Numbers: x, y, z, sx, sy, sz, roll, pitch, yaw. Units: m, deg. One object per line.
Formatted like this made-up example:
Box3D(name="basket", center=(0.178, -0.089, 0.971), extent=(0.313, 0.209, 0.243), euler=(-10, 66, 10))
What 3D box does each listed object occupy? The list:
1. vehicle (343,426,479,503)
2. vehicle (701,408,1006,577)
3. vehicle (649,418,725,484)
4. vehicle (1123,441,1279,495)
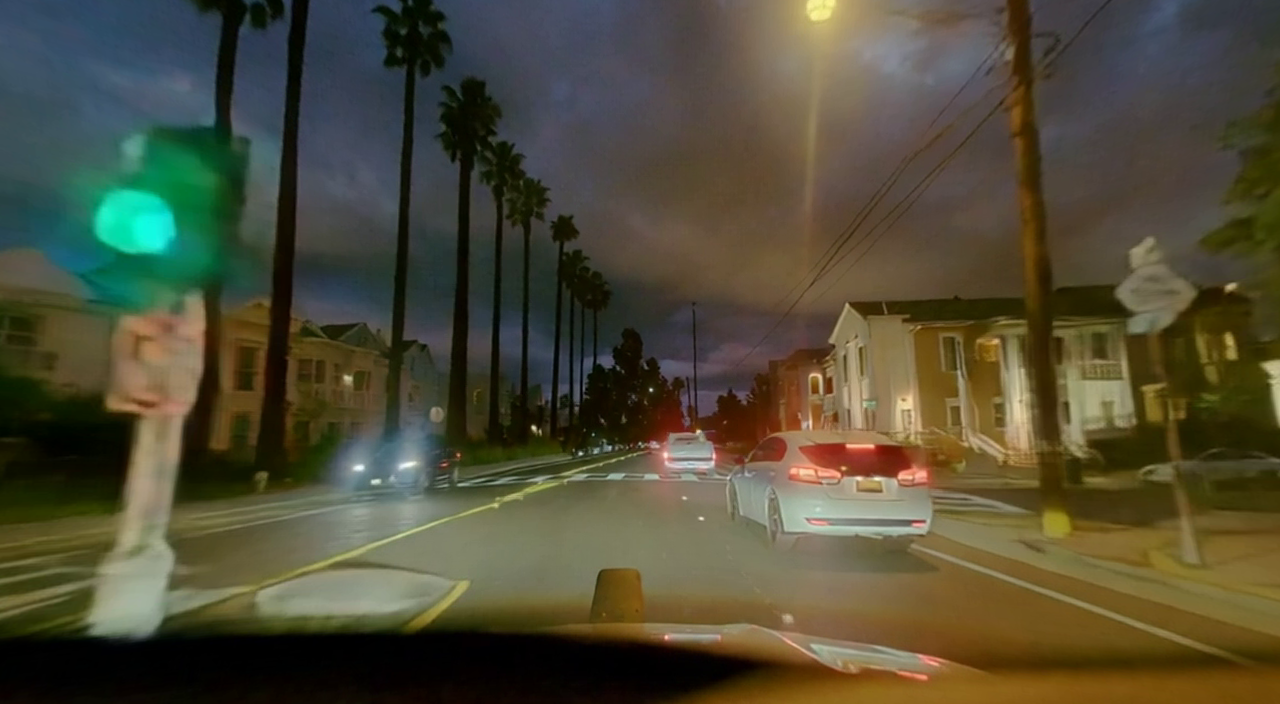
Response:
Box3D(name="vehicle", center=(-6.532, 3.179, 18.617), extent=(2.069, 1.820, 4.388), euler=(-3, -6, 5))
Box3D(name="vehicle", center=(2.236, 1.646, 8.230), extent=(2.096, 1.552, 4.519), euler=(1, -8, -5))
Box3D(name="vehicle", center=(1.453, 3.323, 21.400), extent=(2.109, 2.002, 4.424), euler=(0, -8, -2))
Box3D(name="vehicle", center=(18.267, 3.587, 19.818), extent=(4.421, 1.502, 2.161), euler=(-1, -8, -1))
